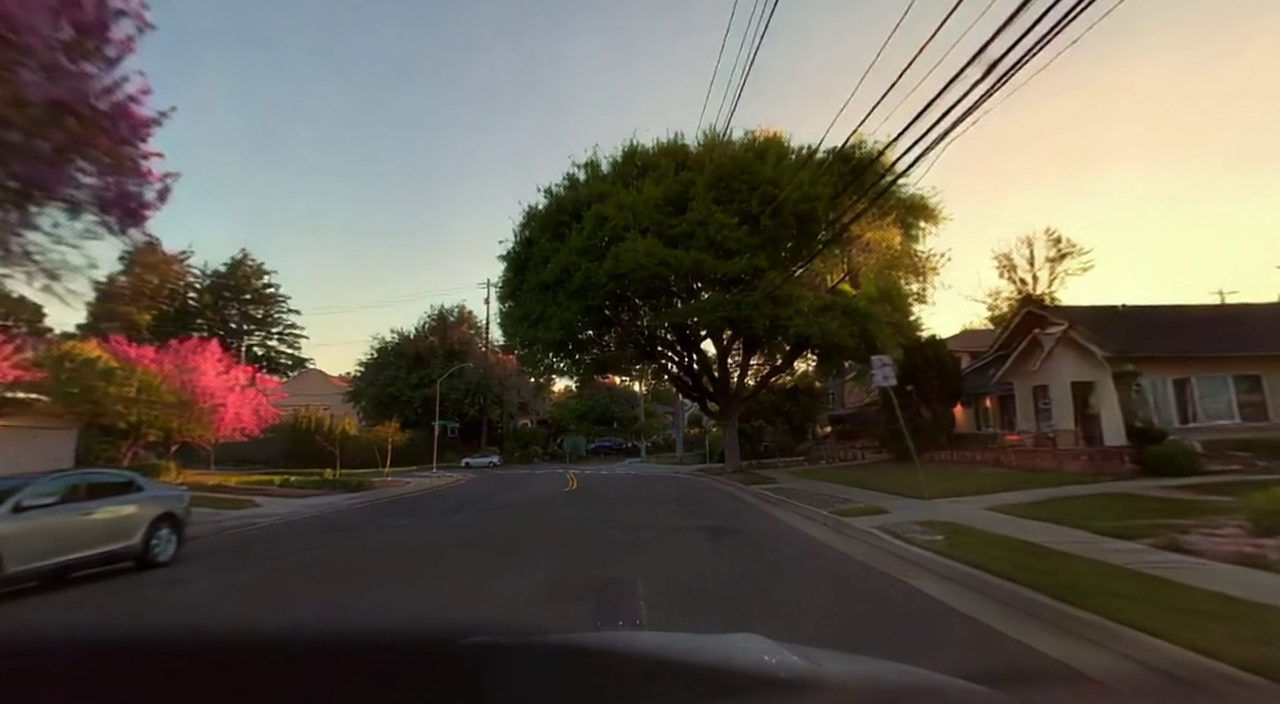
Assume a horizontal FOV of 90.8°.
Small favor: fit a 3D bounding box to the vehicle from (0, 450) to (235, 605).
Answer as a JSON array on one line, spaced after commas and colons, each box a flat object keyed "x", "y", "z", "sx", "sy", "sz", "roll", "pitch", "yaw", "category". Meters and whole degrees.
[{"x": -7.202, "y": 1.928, "z": 7.490, "sx": 1.896, "sy": 1.484, "sz": 4.298, "roll": 0, "pitch": -9, "yaw": 1, "category": "vehicle"}]
